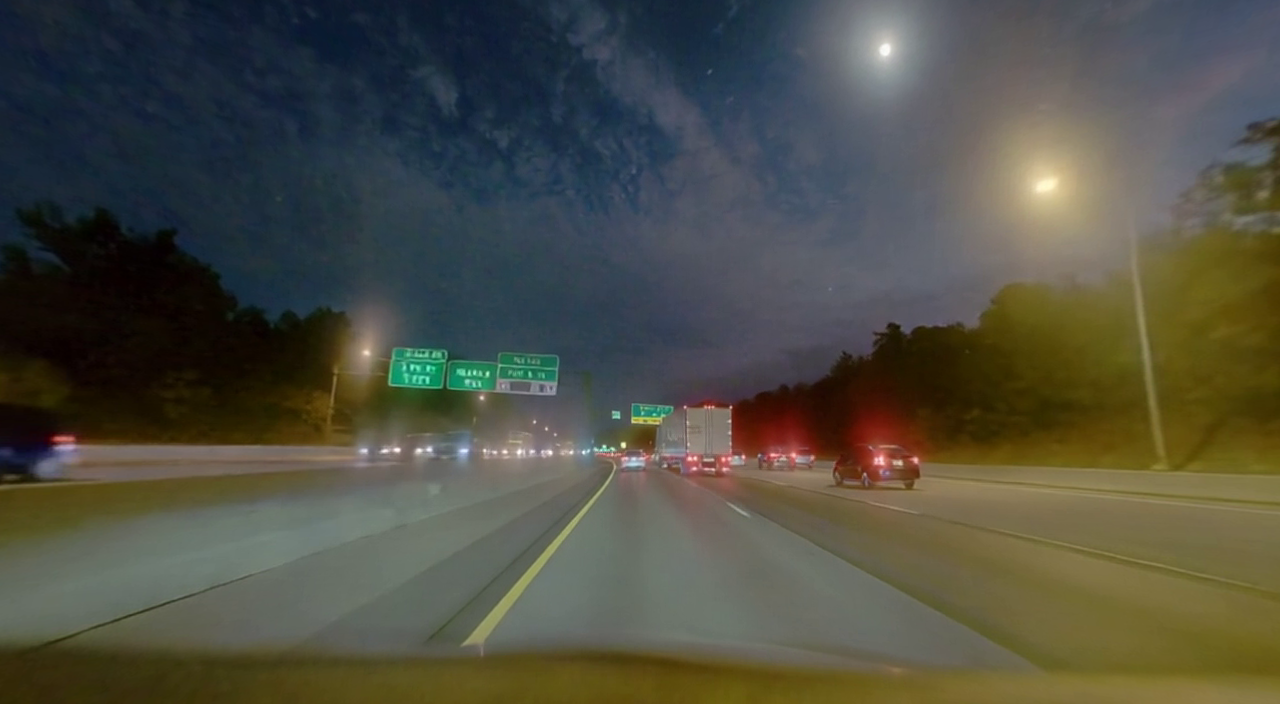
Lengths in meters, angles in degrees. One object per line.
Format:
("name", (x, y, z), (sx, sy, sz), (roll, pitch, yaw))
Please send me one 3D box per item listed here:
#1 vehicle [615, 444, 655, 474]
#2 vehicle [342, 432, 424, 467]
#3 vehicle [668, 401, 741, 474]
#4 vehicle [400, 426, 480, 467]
("vehicle", (-0.332, 6.025, 35.629), (2.111, 1.599, 3.859), (0, -9, -2))
("vehicle", (-11.783, 4.540, 29.276), (1.867, 1.499, 4.538), (0, -9, 0))
("vehicle", (3.865, 5.730, 41.323), (2.931, 4.009, 12.800), (0, -9, -2))
("vehicle", (-7.774, 3.738, 24.922), (1.877, 1.481, 4.062), (0, -9, -1))
